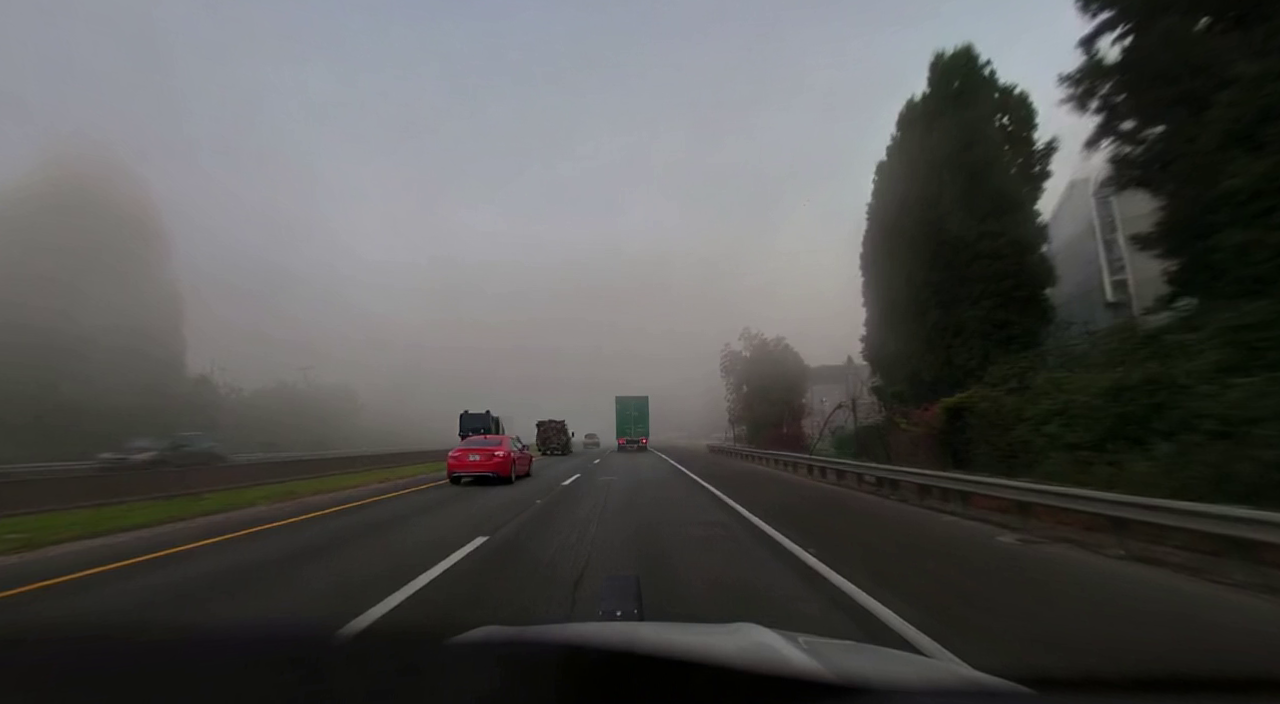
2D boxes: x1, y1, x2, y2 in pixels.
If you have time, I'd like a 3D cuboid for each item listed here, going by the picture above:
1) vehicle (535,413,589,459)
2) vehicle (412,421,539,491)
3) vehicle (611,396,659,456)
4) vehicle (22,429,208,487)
[{"bbox_3d":[-4.826,5.379,40.303,2.717,2.714,6.997,0,-8,-2],"label":"vehicle"},{"bbox_3d":[-4.182,2.731,17.030,2.005,1.602,5.131,0,-8,1],"label":"vehicle"},{"bbox_3d":[-0.484,5.735,48.255,3.259,4.066,9.891,0,-8,-2],"label":"vehicle"},{"bbox_3d":[-17.155,3.462,21.037,1.942,1.687,5.011,0,-8,-1],"label":"vehicle"}]
